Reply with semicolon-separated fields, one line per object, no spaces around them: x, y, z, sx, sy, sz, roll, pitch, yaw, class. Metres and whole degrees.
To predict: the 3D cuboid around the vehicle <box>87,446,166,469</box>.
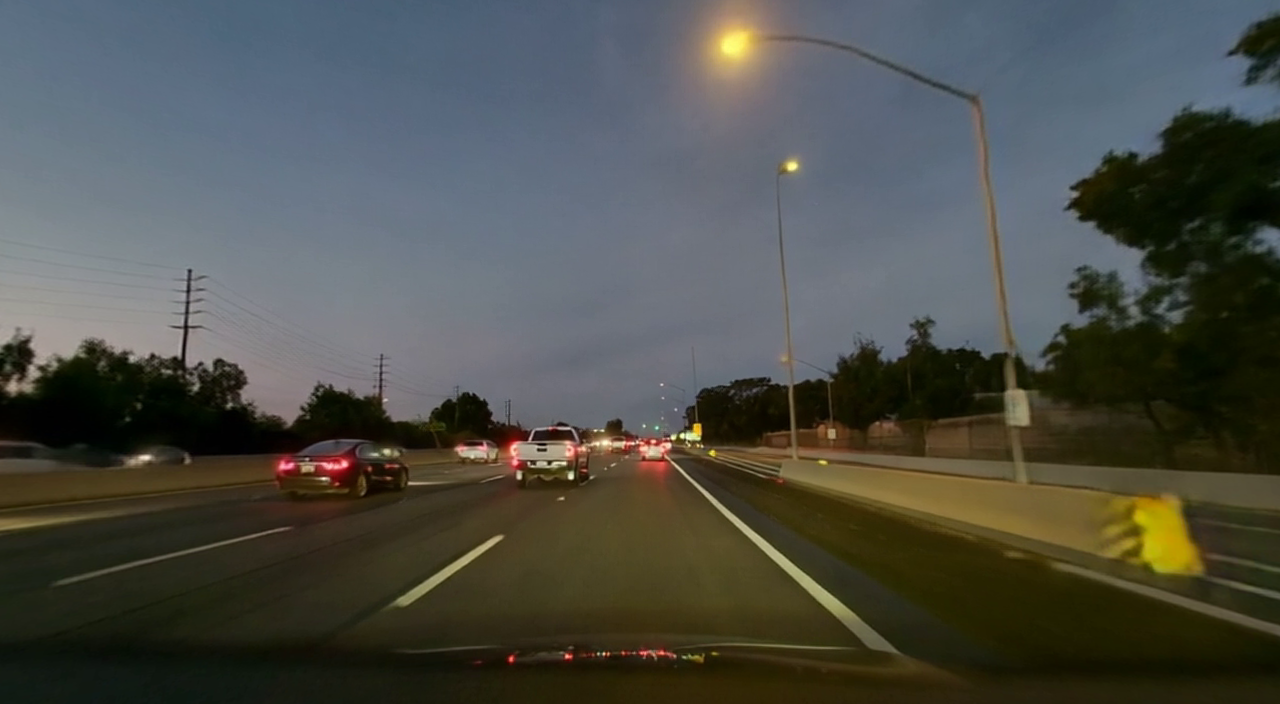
-35.726;7.307;43.815;1.845;1.466;4.385;0;-8;-1;vehicle

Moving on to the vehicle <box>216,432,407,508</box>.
-7.287;2.641;14.583;1.964;1.481;4.425;0;-8;1;vehicle

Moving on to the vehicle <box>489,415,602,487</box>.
-2.969;3.389;21.691;2.815;2.092;6.526;0;-8;1;vehicle

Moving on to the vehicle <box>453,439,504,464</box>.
-10.275;6.349;40.273;1.915;1.472;4.502;0;-8;2;vehicle

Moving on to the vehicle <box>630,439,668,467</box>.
0.506;5.624;35.275;2.013;1.444;4.447;0;-8;1;vehicle
